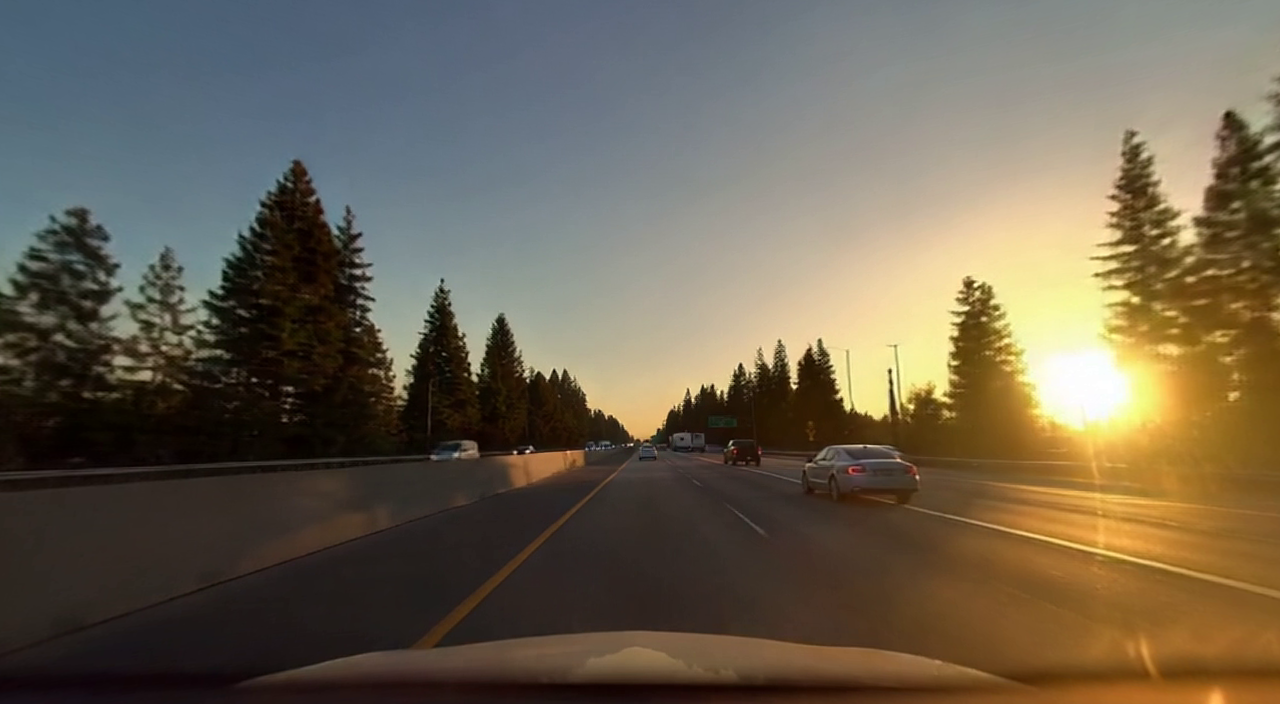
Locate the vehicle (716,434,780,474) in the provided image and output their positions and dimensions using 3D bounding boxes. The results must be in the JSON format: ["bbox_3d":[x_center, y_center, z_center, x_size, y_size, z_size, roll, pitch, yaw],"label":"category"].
[{"bbox_3d":[5.564,5.338,33.067,2.206,1.902,5.460,0,-8,-2],"label":"vehicle"}]

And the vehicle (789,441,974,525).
[{"bbox_3d":[4.861,2.665,13.554,1.904,1.453,4.789,0,-8,-3],"label":"vehicle"}]

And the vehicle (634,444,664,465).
[{"bbox_3d":[0.608,7.375,45.364,2.052,1.472,4.295,0,-8,0],"label":"vehicle"}]
